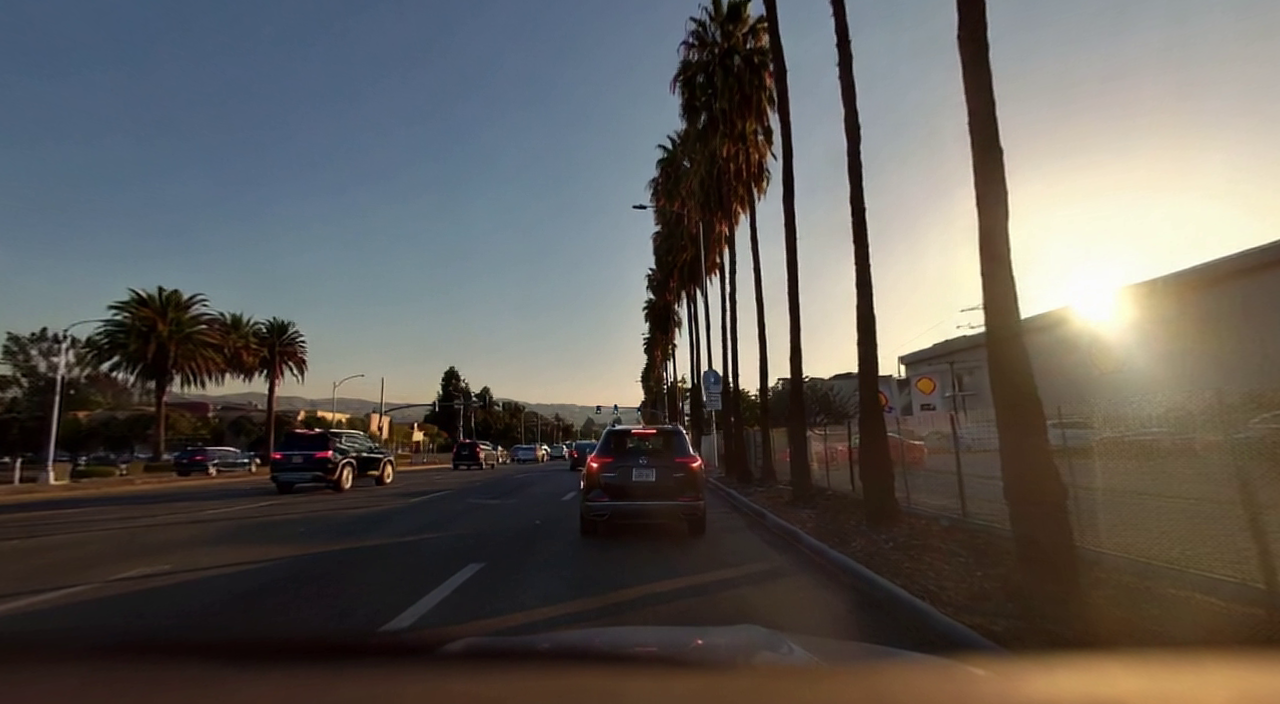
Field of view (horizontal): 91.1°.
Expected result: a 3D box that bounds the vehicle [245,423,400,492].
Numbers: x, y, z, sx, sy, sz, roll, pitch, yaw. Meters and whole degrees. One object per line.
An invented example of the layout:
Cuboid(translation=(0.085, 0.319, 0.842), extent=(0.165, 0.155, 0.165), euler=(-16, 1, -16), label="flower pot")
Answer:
Cuboid(translation=(-10.067, 3.395, 20.556), extent=(2.269, 1.934, 5.350), euler=(0, -9, 0), label="vehicle")

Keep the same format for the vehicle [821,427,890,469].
Cuboid(translation=(8.255, 3.635, 23.813), extent=(1.837, 1.416, 3.947), euler=(-4, -10, 27), label="vehicle")

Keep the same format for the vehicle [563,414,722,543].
Cuboid(translation=(0.058, 1.991, 10.413), extent=(2.121, 1.710, 3.893), euler=(0, -9, 1), label="vehicle")

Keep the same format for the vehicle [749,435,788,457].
Cuboid(translation=(9.151, 6.755, 45.019), extent=(1.929, 1.496, 4.245), euler=(0, -9, 1), label="vehicle")

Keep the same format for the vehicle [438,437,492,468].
Cuboid(translation=(-10.549, 6.090, 38.112), extent=(1.965, 1.743, 4.327), euler=(0, -9, 1), label="vehicle")

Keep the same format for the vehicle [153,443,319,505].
Cuboid(translation=(-10.065, 3.029, 16.018), extent=(1.924, 1.384, 3.426), euler=(0, -9, 0), label="vehicle")

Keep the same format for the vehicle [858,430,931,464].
Cuboid(translation=(12.067, 4.546, 30.045), extent=(1.681, 1.503, 3.781), euler=(0, -9, -3), label="vehicle")
